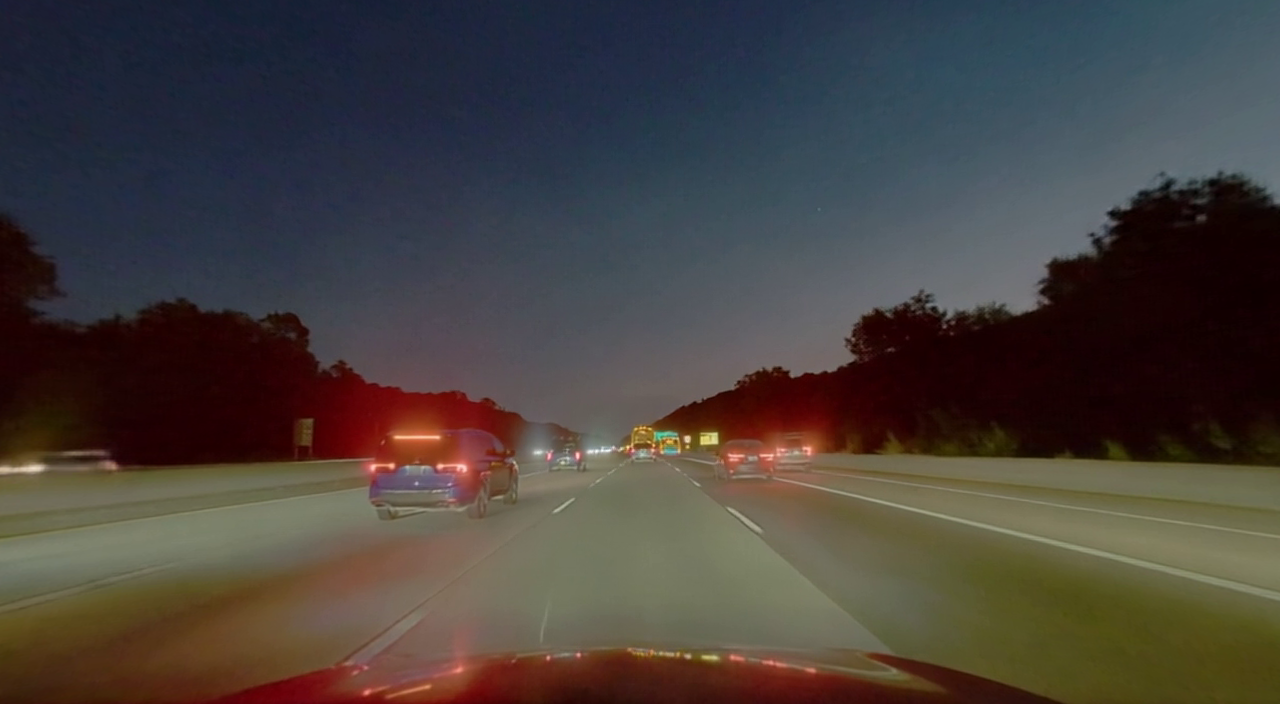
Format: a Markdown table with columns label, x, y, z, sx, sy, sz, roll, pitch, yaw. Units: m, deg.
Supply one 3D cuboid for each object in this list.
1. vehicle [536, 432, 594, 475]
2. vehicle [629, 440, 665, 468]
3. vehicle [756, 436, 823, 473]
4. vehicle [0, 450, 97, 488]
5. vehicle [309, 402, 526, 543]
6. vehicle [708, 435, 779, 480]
| label | x | y | z | sx | sy | sz | roll | pitch | yaw |
| --- | --- | --- | --- | --- | --- | --- | --- | --- | --- |
| vehicle | -3.497 | 4.823 | 30.199 | 2.155 | 1.843 | 4.567 | 0 | -8 | 1 |
| vehicle | 0.420 | 6.227 | 38.686 | 2.042 | 1.632 | 3.654 | 0 | -8 | 0 |
| vehicle | 7.980 | 5.515 | 34.228 | 2.191 | 1.807 | 5.692 | 0 | -8 | 0 |
| vehicle | -26.828 | 5.083 | 27.710 | 1.860 | 1.513 | 4.489 | 0 | -8 | 1 |
| vehicle | -3.429 | 1.962 | 10.851 | 2.016 | 1.898 | 4.458 | 0 | -8 | 1 |
| vehicle | 4.093 | 4.247 | 25.652 | 2.050 | 1.661 | 4.636 | 0 | -8 | -1 |
